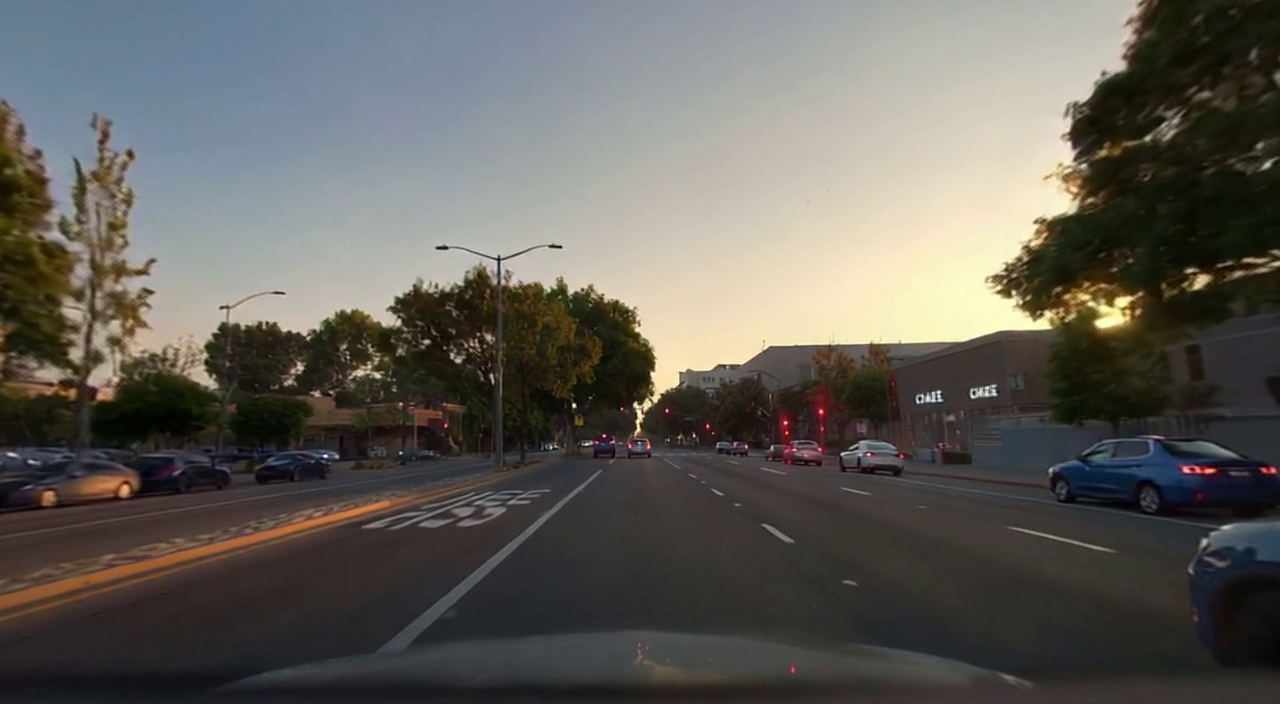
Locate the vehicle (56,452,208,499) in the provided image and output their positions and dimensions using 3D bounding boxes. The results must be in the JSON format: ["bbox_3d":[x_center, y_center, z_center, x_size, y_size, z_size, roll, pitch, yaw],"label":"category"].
[{"bbox_3d":[-17.966,4.351,22.672,1.824,1.453,4.433,0,-8,-1],"label":"vehicle"}]

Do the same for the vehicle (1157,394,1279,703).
[{"bbox_3d":[3.728,0.684,1.118,1.861,1.473,4.393,0,-8,0],"label":"vehicle"}]

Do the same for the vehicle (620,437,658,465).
[{"bbox_3d":[-0.079,5.763,36.913,2.097,1.480,4.006,0,-8,0],"label":"vehicle"}]

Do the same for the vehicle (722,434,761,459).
[{"bbox_3d":[7.406,6.980,46.548,2.068,1.731,4.752,0,-8,-1],"label":"vehicle"}]

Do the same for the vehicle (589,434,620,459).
[{"bbox_3d":[-2.750,7.438,49.823,2.064,1.825,4.760,0,-8,1],"label":"vehicle"}]

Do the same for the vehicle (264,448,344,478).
[{"bbox_3d":[-18.078,5.977,34.242,1.865,1.460,4.693,0,-8,-2],"label":"vehicle"}]
